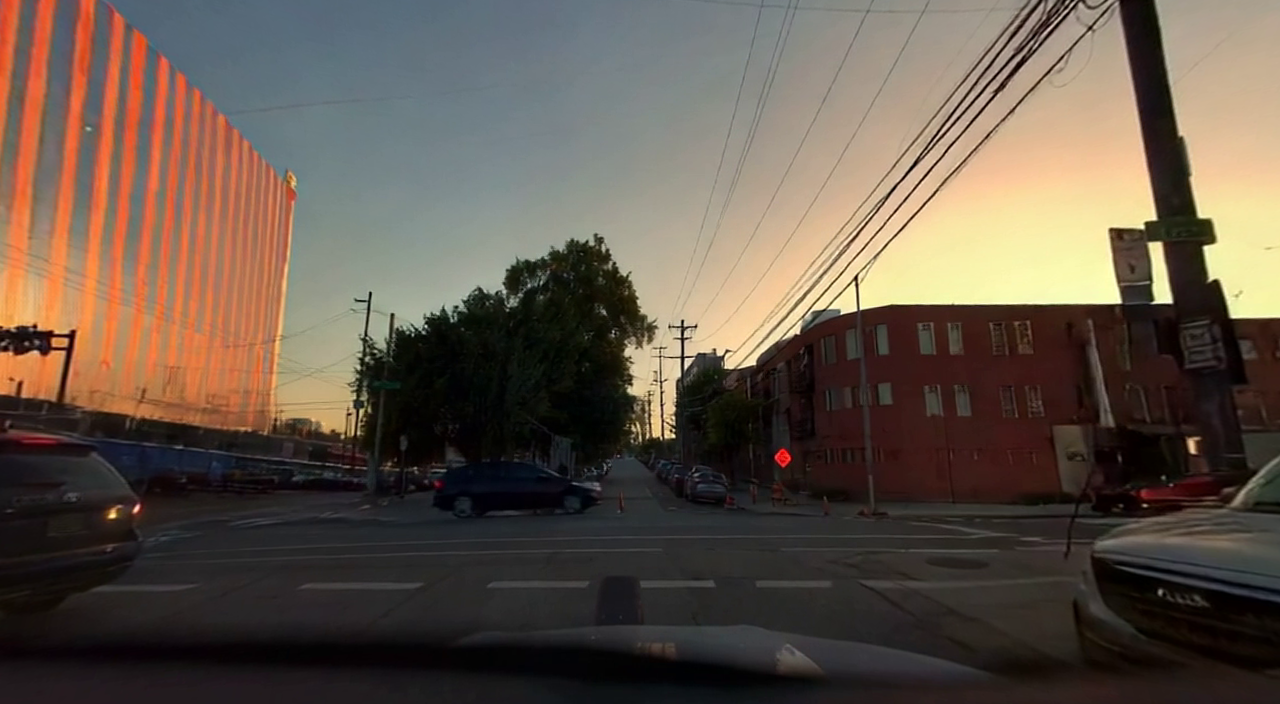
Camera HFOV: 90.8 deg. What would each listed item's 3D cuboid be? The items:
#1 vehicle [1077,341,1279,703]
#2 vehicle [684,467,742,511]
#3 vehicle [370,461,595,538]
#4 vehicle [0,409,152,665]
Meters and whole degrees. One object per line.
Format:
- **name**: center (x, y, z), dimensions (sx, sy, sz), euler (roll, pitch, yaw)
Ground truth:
- **vehicle**: center (4.461, 0.836, 2.194), dimensions (4.416, 1.750, 2.011), euler (0, -8, -4)
- **vehicle**: center (3.411, 6.506, 30.309), dimensions (2.007, 1.804, 4.136), euler (1, -8, -4)
- **vehicle**: center (-3.289, 3.199, 14.019), dimensions (4.549, 1.497, 1.887), euler (0, -8, -4)
- **vehicle**: center (-6.679, 1.036, 4.114), dimensions (5.025, 1.648, 2.055), euler (5, -12, -4)
